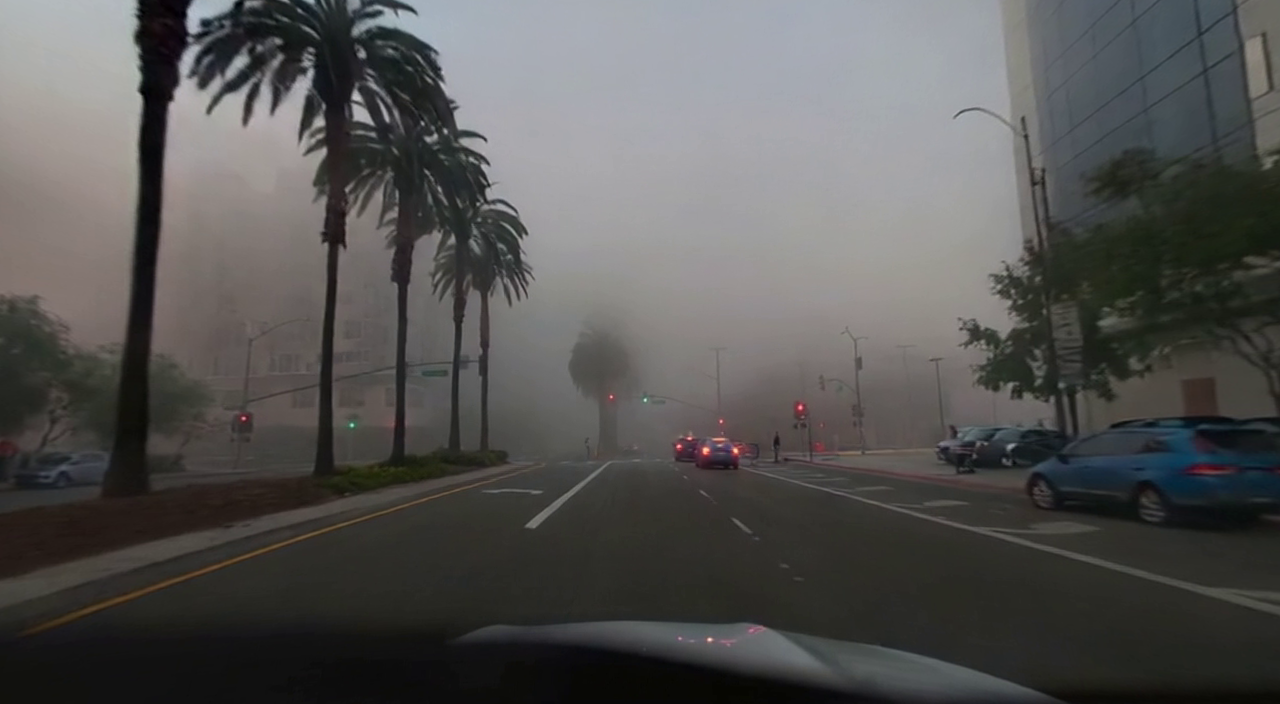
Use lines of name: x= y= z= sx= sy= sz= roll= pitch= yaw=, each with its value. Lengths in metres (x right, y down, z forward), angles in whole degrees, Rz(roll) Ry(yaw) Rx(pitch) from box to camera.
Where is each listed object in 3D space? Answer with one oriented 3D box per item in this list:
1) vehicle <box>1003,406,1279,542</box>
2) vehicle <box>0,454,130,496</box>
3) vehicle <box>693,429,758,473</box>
vehicle: x=8.685 y=1.924 z=10.608 sx=2.192 sy=1.725 sz=4.920 roll=0 pitch=-8 yaw=-1
vehicle: x=-23.534 y=4.913 z=25.645 sx=1.860 sy=1.485 sz=4.833 roll=0 pitch=-8 yaw=-3
vehicle: x=3.610 y=4.312 z=27.624 sx=2.060 sy=1.756 sz=4.770 roll=0 pitch=-8 yaw=-1
